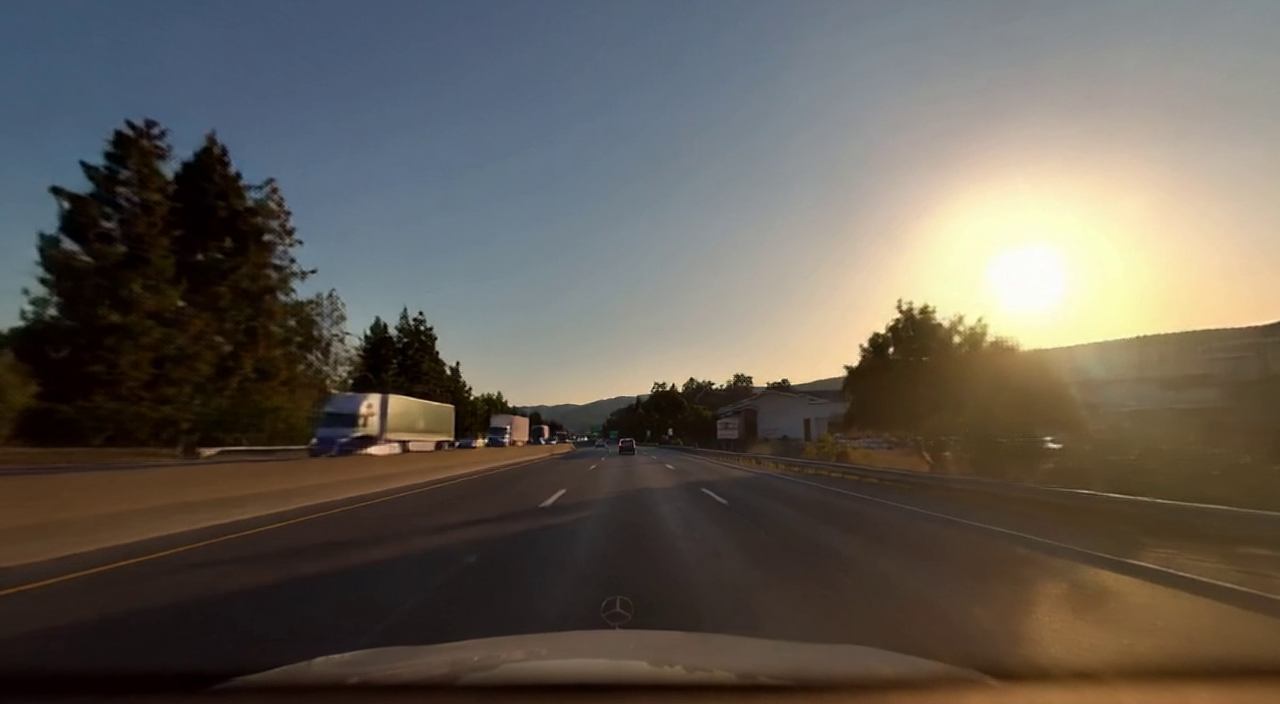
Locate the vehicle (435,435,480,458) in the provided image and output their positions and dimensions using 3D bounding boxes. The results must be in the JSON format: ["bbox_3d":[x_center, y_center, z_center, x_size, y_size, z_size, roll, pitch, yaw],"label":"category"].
[{"bbox_3d":[-13.360,6.953,46.387,2.006,1.512,4.784,0,-8,-2],"label":"vehicle"}]

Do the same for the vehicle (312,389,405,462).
[{"bbox_3d":[-17.180,4.609,38.940,3.008,4.071,6.136,0,-8,-2],"label":"vehicle"}]

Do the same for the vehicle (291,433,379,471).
[{"bbox_3d":[-12.479,4.106,26.019,1.736,1.426,3.824,0,-8,-1],"label":"vehicle"}]

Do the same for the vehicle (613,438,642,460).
[{"bbox_3d":[-0.955,7.301,47.535,2.099,1.504,3.843,0,-8,-2],"label":"vehicle"}]
